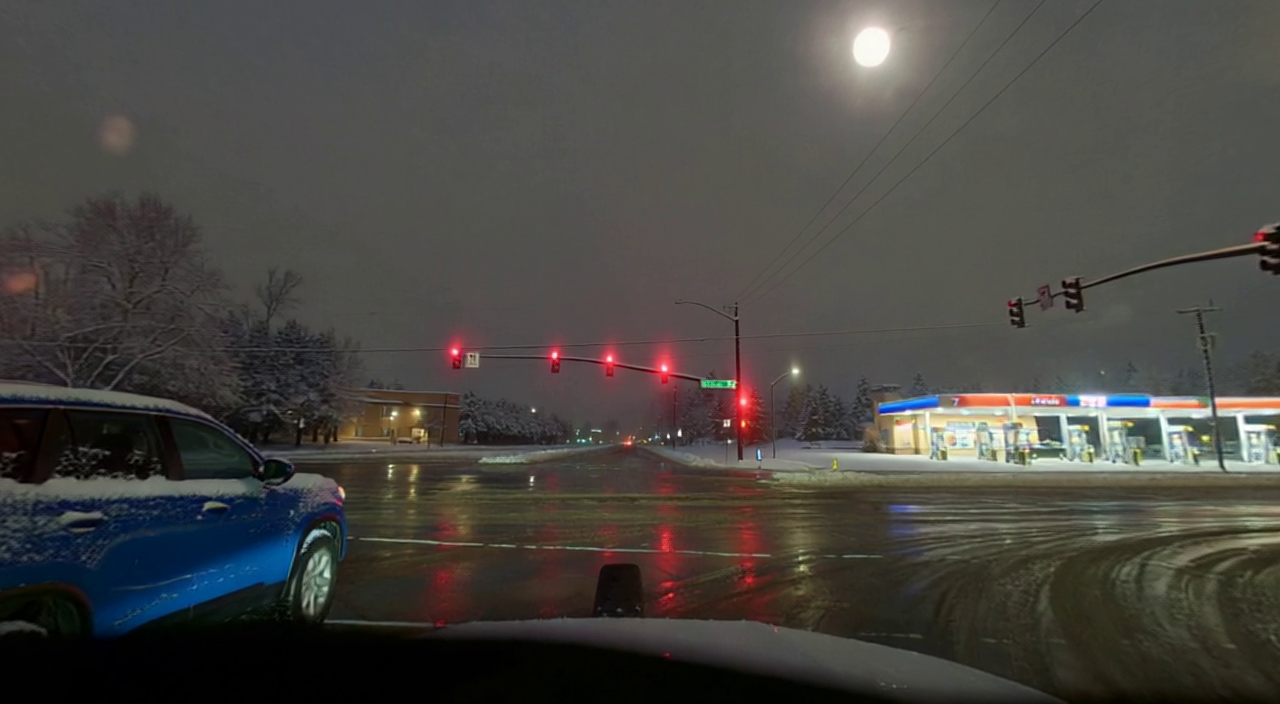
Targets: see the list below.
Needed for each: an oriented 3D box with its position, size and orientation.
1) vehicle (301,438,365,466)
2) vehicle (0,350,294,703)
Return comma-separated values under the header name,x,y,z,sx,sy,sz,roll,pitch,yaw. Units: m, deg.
name,x,y,z,sx,sy,sz,roll,pitch,yaw
vehicle,-20.449,6.684,42.159,2.004,1.699,4.486,0,-9,1
vehicle,-3.418,0.802,2.043,2.053,1.690,4.364,0,-9,0
